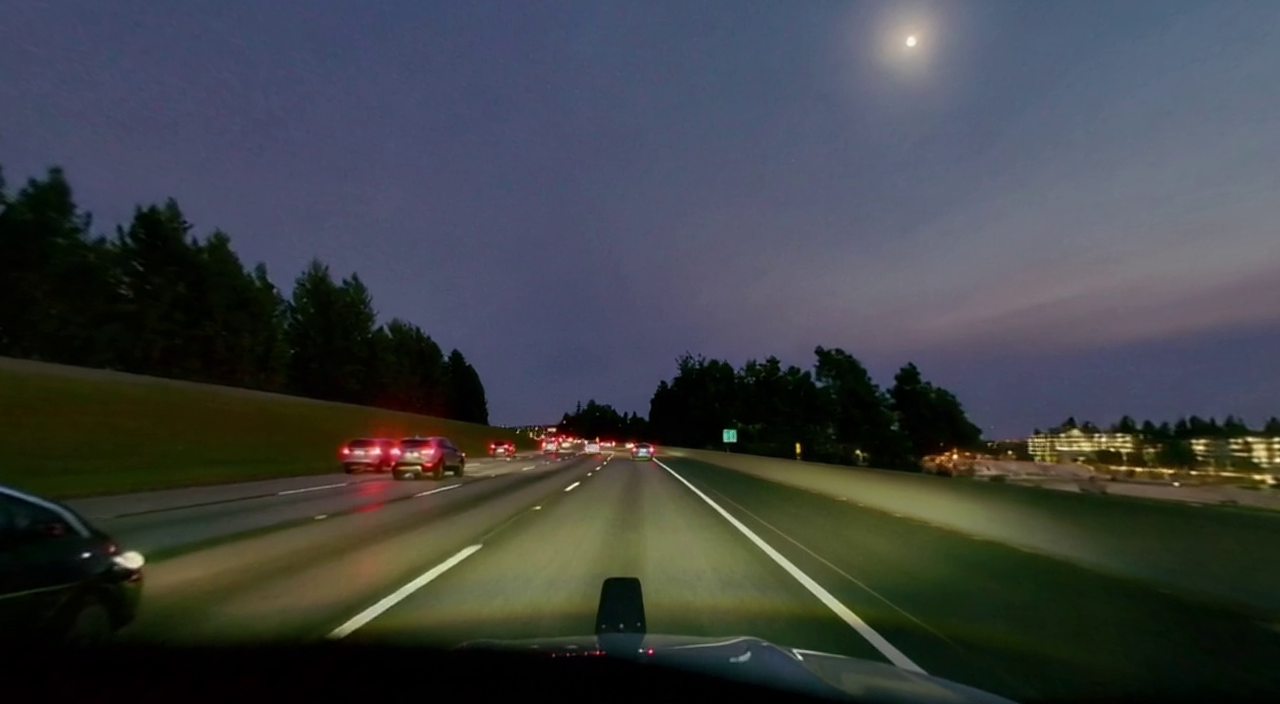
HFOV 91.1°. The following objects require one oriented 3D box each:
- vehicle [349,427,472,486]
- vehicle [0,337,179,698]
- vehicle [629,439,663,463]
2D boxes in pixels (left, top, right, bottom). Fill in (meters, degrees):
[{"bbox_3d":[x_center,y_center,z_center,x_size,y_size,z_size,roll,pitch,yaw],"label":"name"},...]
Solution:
[{"bbox_3d":[-7.494,3.476,21.189,2.238,1.712,5.000,0,-8,0],"label":"vehicle"},{"bbox_3d":[-4.274,0.591,1.574,2.171,1.759,5.219,0,-8,1],"label":"vehicle"},{"bbox_3d":[0.337,6.351,40.370,2.060,1.465,3.974,0,-8,-2],"label":"vehicle"}]
